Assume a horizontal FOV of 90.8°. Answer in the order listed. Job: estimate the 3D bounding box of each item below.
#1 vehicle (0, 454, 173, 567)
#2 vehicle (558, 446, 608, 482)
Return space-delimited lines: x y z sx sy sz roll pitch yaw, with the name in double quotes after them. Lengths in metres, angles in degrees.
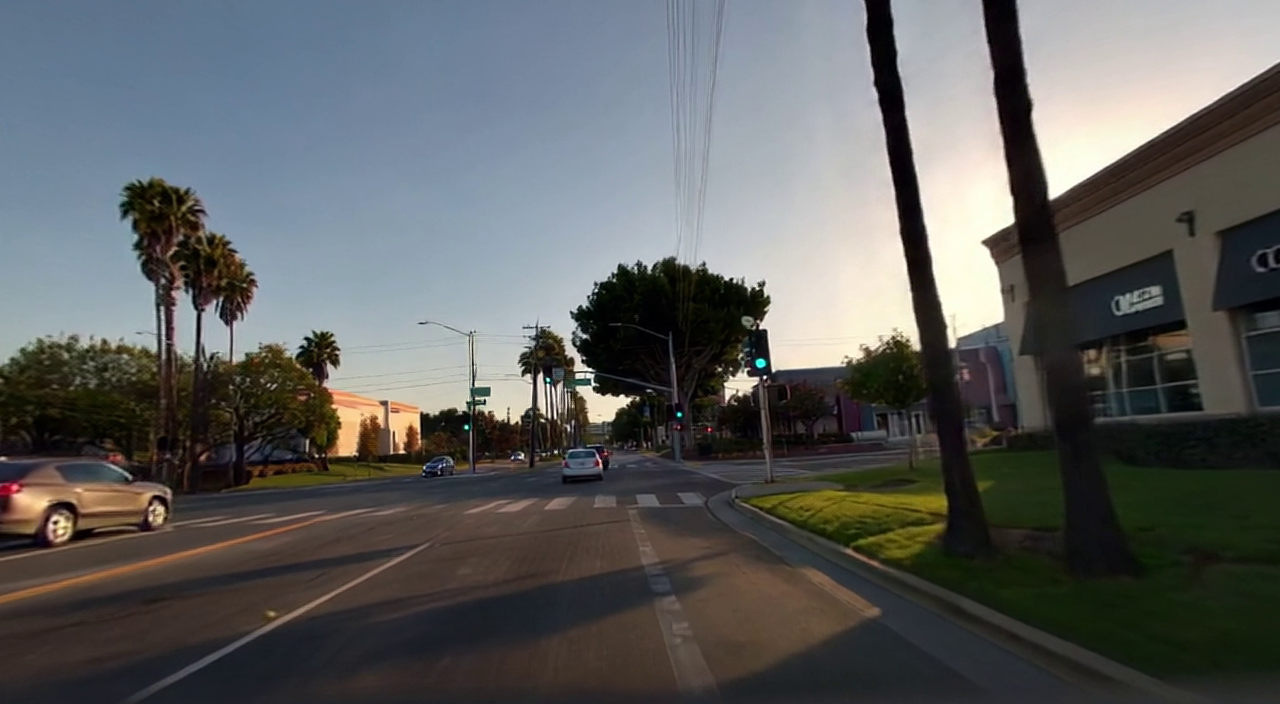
-11.721 2.892 12.071 2.050 1.811 4.752 0 -8 -2 "vehicle"
-2.515 5.022 28.746 2.063 1.474 4.334 0 -8 -2 "vehicle"
